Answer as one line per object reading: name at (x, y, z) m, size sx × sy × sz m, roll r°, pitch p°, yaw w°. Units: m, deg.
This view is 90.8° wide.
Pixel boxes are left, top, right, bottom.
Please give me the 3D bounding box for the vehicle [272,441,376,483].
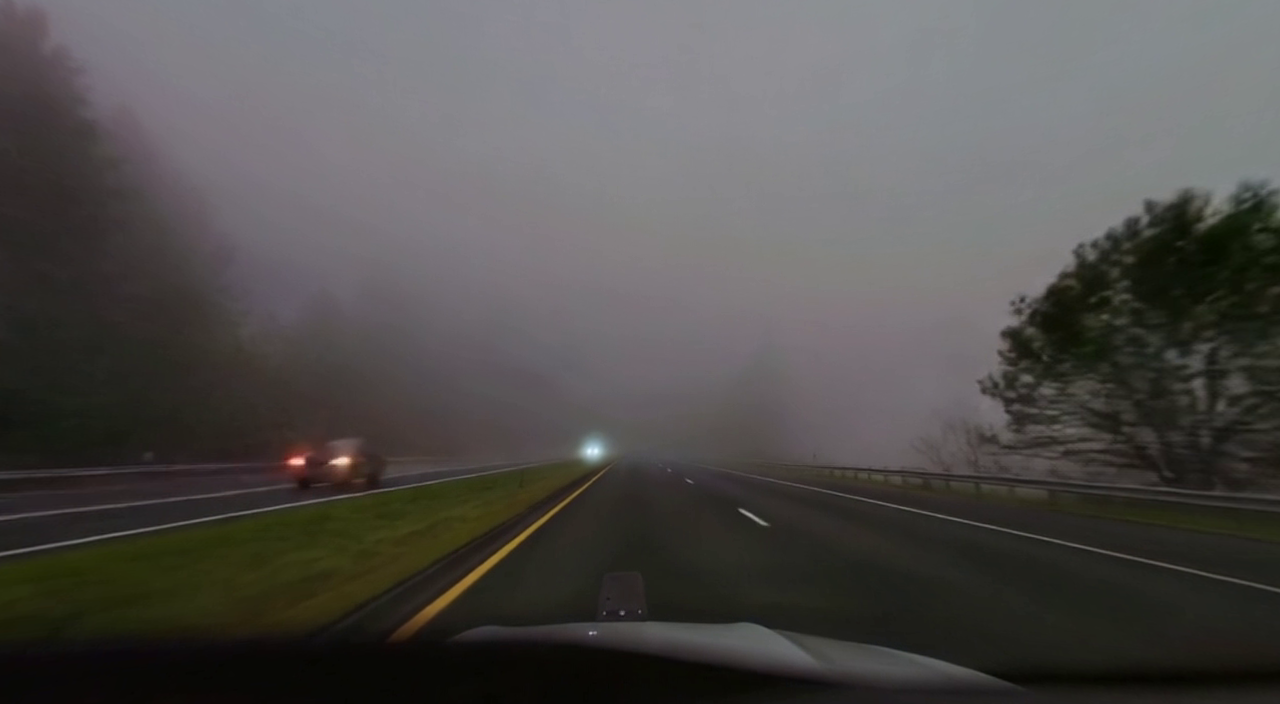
vehicle at (-12.143, 4.247, 24.567) m, size 1.835 × 1.469 × 4.292 m, roll 0°, pitch -9°, yaw 0°
